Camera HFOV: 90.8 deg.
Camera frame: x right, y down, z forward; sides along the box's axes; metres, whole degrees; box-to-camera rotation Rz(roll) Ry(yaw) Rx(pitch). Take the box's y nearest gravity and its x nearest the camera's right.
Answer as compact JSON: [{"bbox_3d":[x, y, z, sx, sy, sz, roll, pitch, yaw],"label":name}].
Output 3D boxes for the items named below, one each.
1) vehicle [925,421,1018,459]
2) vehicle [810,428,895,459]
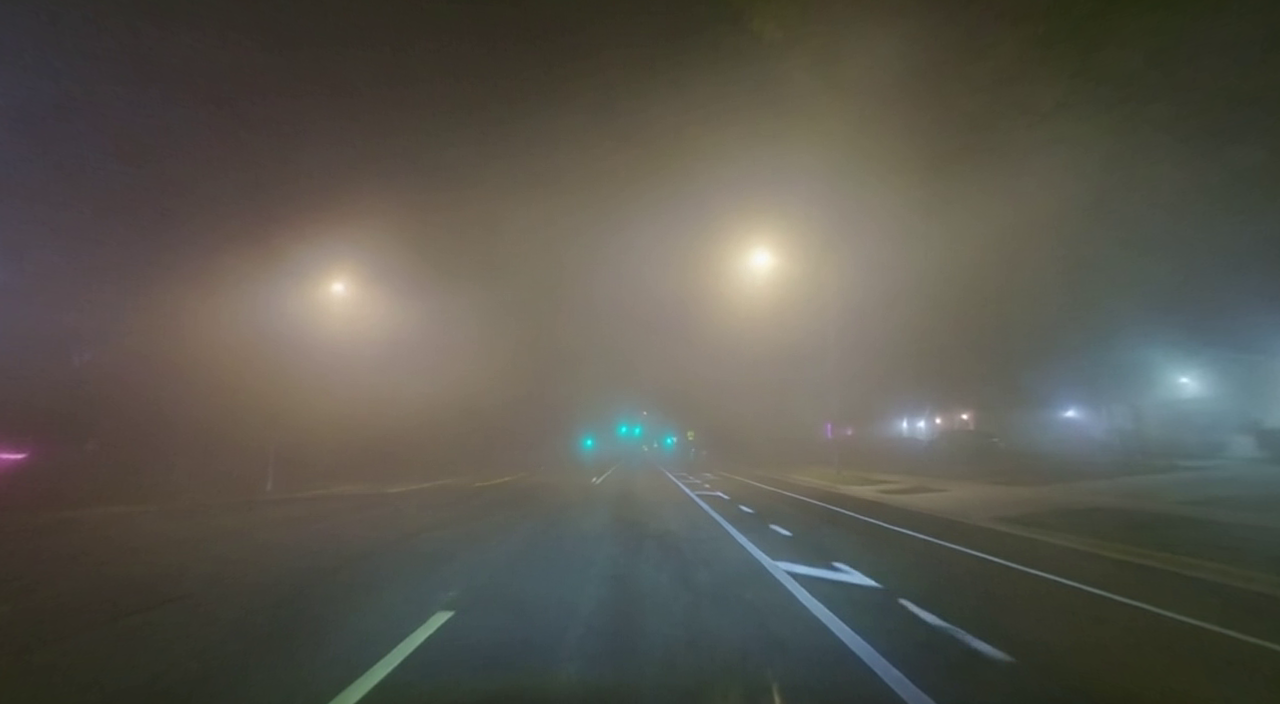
[{"bbox_3d":[15.048,4.083,29.012,1.908,1.610,4.582,0,-9,2],"label":"vehicle"},{"bbox_3d":[15.079,6.552,45.033,5.136,1.795,2.244,-4,-9,-3],"label":"vehicle"}]
